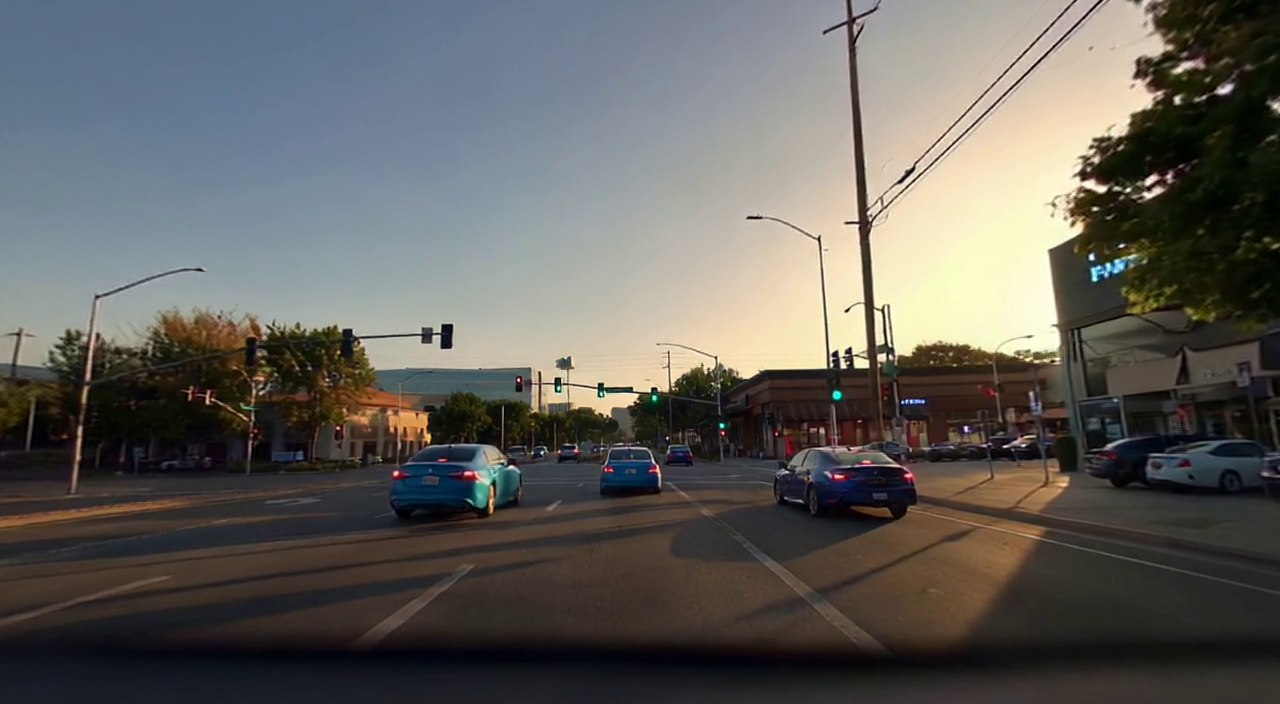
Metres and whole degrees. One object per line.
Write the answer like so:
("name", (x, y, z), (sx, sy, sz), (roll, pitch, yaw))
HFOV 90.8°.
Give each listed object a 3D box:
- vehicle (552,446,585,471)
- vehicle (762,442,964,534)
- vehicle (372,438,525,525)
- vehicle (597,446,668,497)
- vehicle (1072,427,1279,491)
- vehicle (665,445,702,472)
("vehicle", (-4.914, 7.345, 43.853), (1.932, 1.606, 4.157), (0, -9, -1))
("vehicle", (4.122, 2.585, 12.789), (2.119, 1.479, 4.910), (0, -9, -2))
("vehicle", (-3.941, 2.730, 13.989), (2.035, 1.564, 4.702), (0, -9, -1))
("vehicle", (-0.291, 3.805, 20.612), (2.072, 1.473, 4.139), (0, -9, -2))
("vehicle", (15.815, 3.067, 18.346), (4.941, 1.697, 2.128), (0, -9, -2))
("vehicle", (2.822, 7.038, 42.096), (1.986, 1.660, 4.006), (0, -9, -3))
